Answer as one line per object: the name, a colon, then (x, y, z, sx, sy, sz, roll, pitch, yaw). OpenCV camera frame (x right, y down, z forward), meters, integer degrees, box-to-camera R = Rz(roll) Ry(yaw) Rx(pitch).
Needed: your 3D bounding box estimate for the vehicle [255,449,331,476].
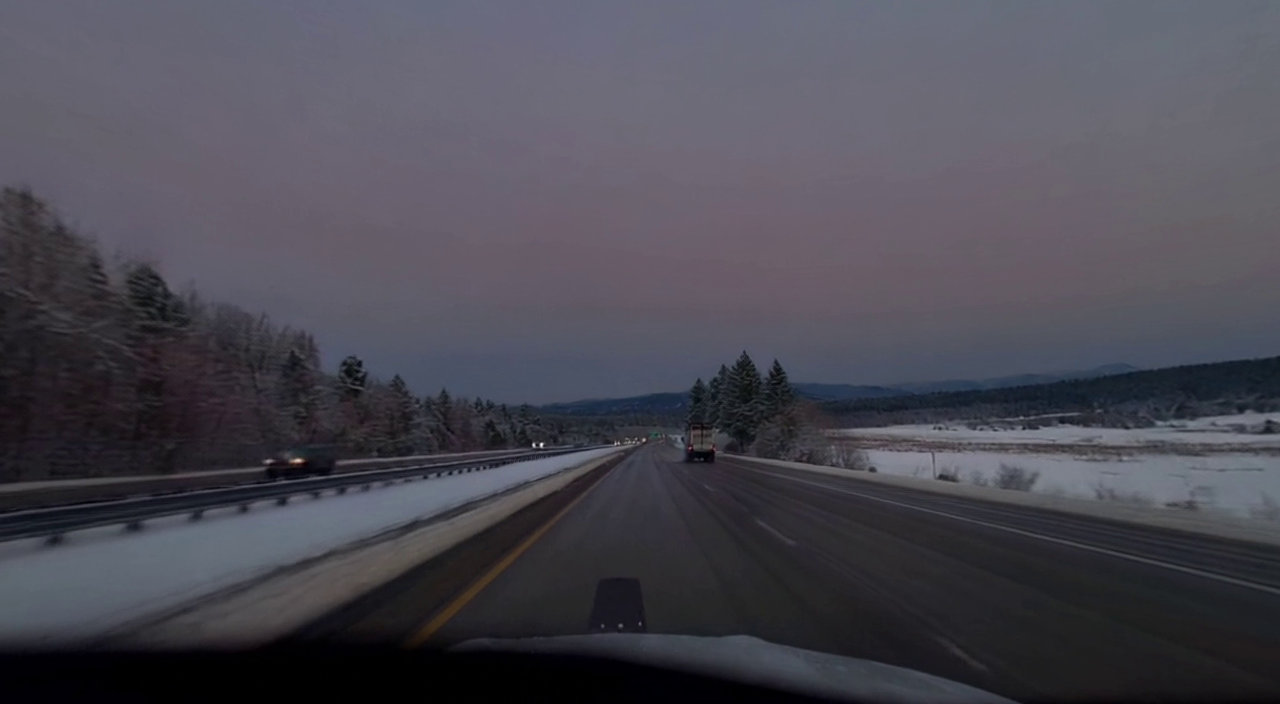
vehicle: (-20.966, 6.681, 38.338, 1.889, 1.472, 4.760, 0, -8, 1)

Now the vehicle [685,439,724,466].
vehicle: (4.174, 6.590, 41.412, 2.157, 1.640, 4.056, 0, -8, 0)
